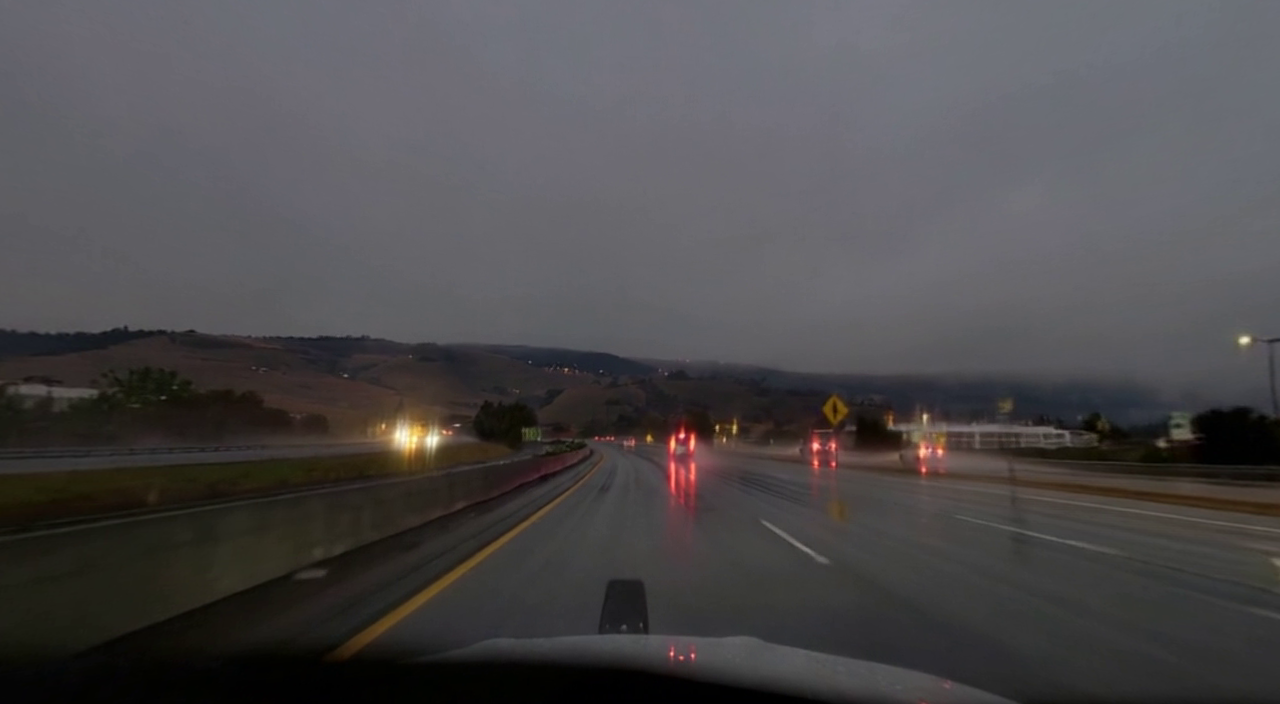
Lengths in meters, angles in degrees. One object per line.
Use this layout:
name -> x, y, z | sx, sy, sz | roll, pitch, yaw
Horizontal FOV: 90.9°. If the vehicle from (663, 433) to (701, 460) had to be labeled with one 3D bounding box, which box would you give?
vehicle -> 2.943, 6.821, 45.509 | 2.210, 1.815, 4.571 | 0, -8, -3
